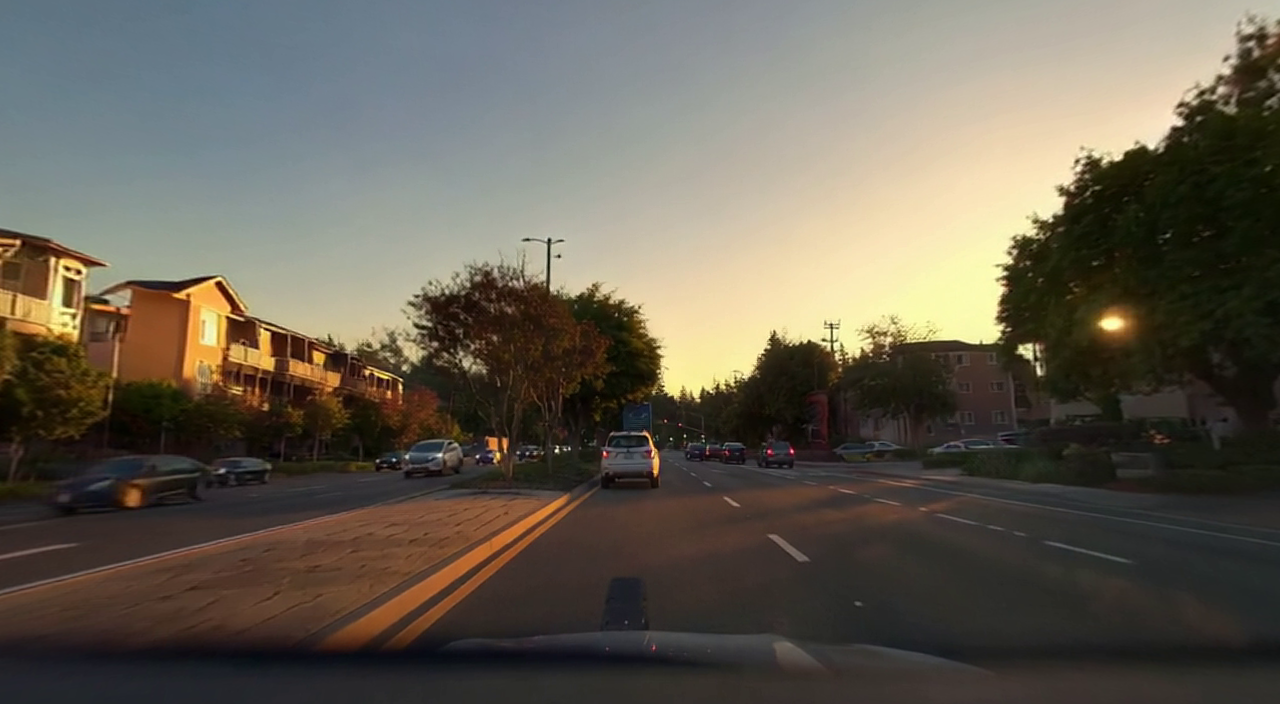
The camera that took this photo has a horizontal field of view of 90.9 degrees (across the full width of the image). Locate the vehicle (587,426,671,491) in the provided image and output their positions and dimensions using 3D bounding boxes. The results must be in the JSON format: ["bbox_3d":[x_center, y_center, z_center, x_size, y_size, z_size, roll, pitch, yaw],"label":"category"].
[{"bbox_3d":[-0.300,3.296,19.814,2.332,1.798,4.546,0,-8,0],"label":"vehicle"}]

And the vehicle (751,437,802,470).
[{"bbox_3d":[7.642,5.705,35.652,1.971,1.722,4.341,0,-8,1],"label":"vehicle"}]

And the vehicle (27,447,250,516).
[{"bbox_3d":[-13.616,3.501,17.657,2.198,1.550,4.824,-2,-8,2],"label":"vehicle"}]

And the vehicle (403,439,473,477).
[{"bbox_3d":[-10.100,5.315,31.880,2.010,1.760,4.406,-1,-8,1],"label":"vehicle"}]
